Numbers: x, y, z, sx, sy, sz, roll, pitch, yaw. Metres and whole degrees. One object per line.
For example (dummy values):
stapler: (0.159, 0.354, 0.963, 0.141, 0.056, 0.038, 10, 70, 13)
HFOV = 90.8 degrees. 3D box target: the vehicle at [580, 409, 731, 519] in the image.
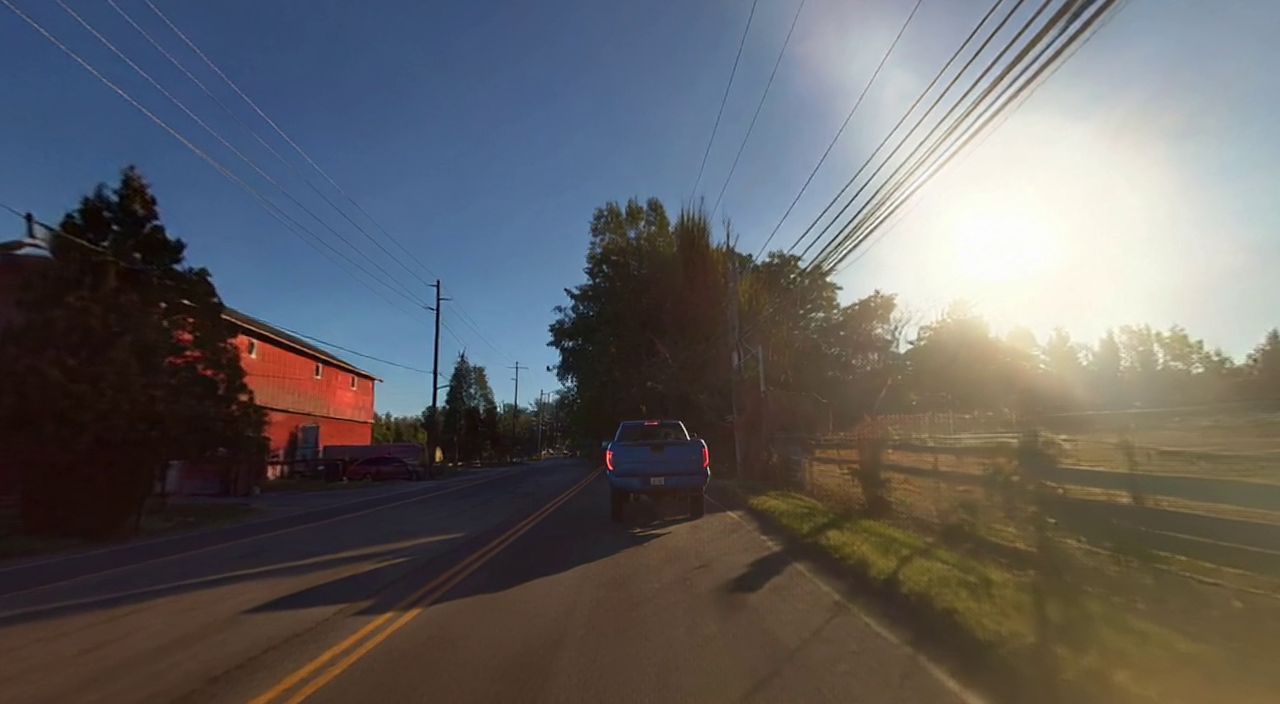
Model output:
vehicle: (0.231, 2.465, 14.480, 2.693, 1.941, 6.356, 0, -9, -1)
